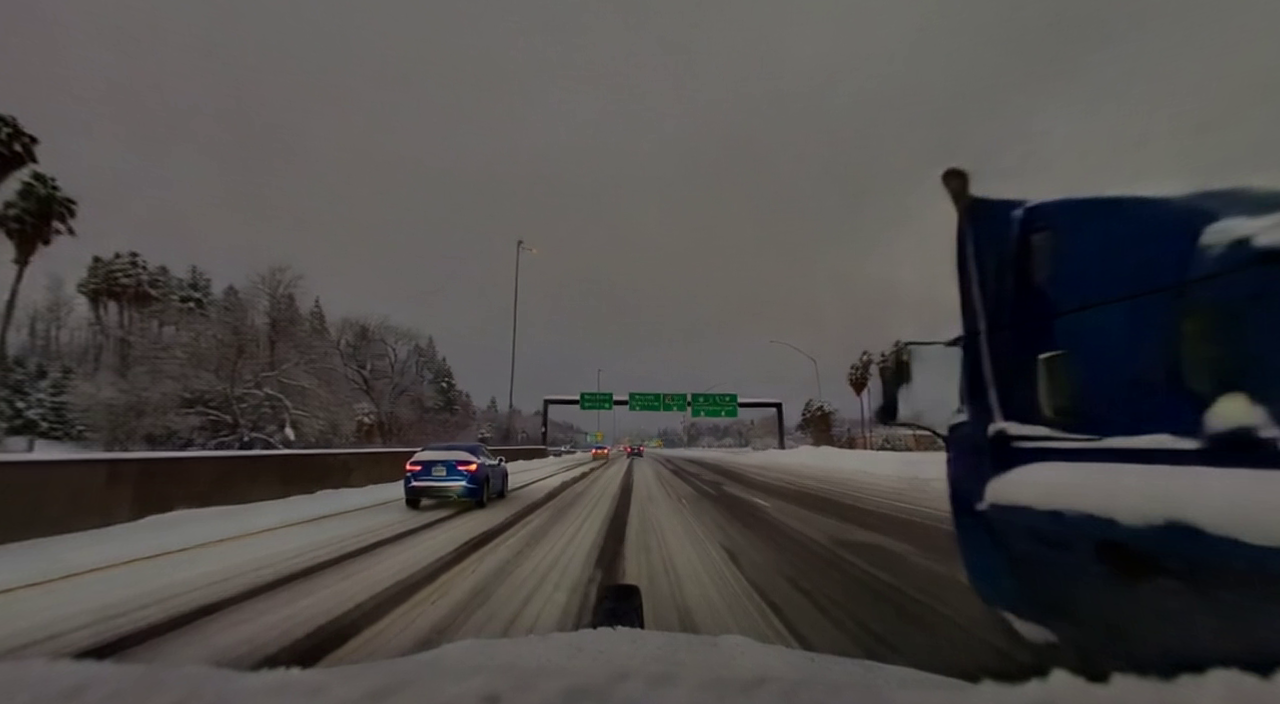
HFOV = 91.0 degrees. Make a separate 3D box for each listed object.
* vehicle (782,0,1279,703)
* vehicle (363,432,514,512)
[{"bbox_3d":[3.531,0.437,5.497,3.073,3.886,5.856,0,-8,-1],"label":"vehicle"},{"bbox_3d":[-4.371,2.661,14.444,2.120,1.537,4.139,0,-8,-1],"label":"vehicle"}]
